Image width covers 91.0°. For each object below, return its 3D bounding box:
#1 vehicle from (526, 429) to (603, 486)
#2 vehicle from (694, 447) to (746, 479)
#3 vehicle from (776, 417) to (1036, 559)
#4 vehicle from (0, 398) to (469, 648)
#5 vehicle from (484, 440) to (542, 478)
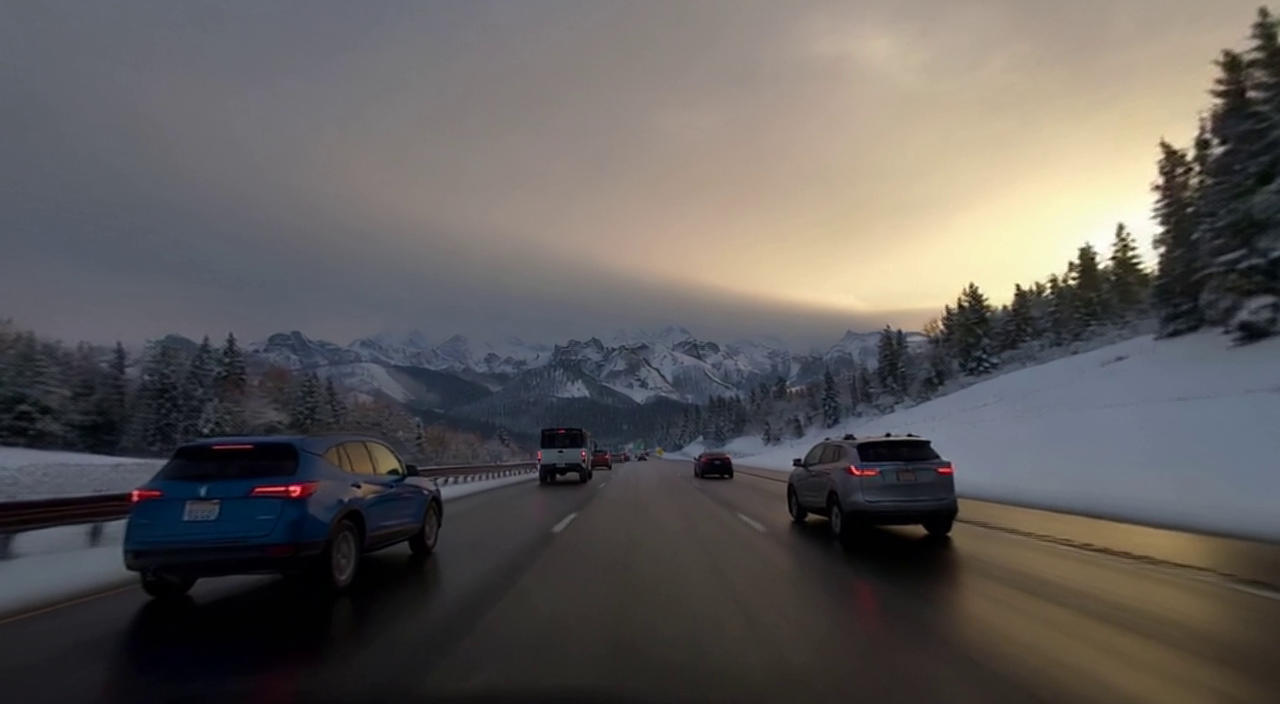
[{"bbox_3d":[-2.999,4.412,26.561,2.494,2.136,5.539,0,-9,1],"label":"vehicle"},{"bbox_3d":[4.173,5.879,33.619,2.071,1.570,4.637,0,-9,-1],"label":"vehicle"},{"bbox_3d":[3.732,2.008,10.009,2.066,1.696,4.604,0,-9,-1],"label":"vehicle"},{"bbox_3d":[-3.441,1.506,6.536,2.080,1.716,4.207,0,-9,1],"label":"vehicle"},{"bbox_3d":[-6.897,5.857,34.722,2.149,1.922,4.976,0,-9,0],"label":"vehicle"}]
